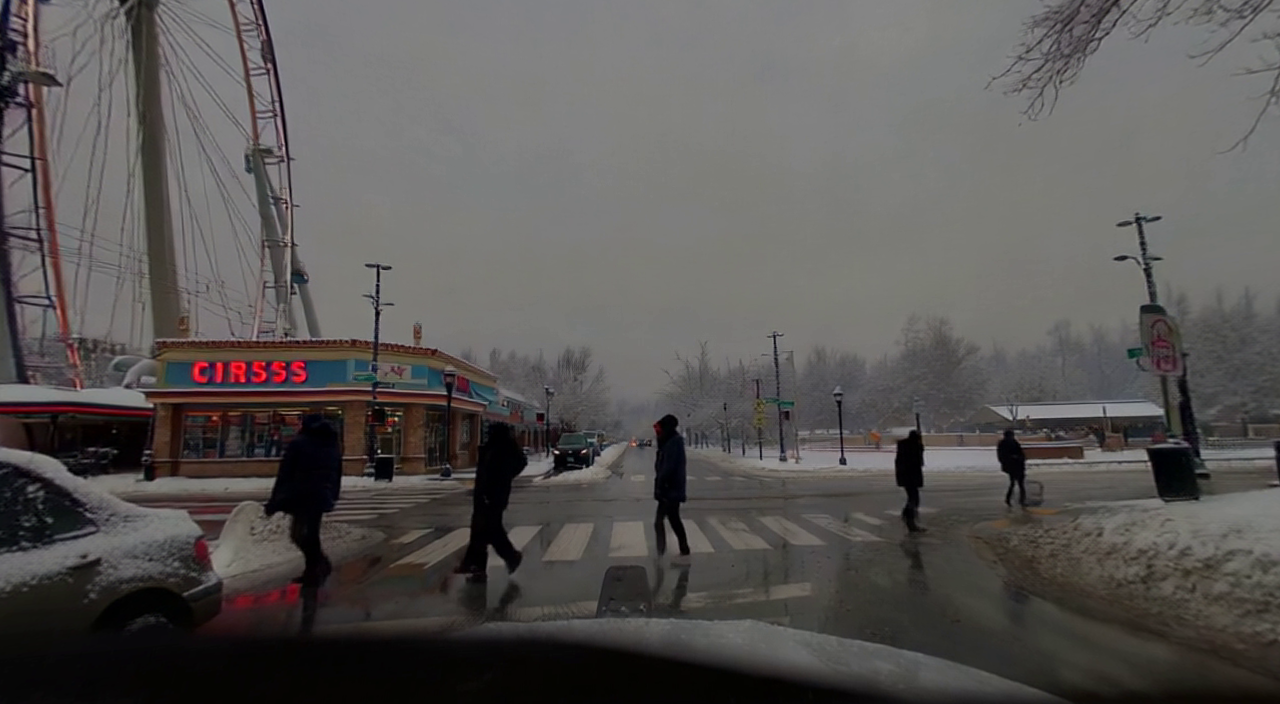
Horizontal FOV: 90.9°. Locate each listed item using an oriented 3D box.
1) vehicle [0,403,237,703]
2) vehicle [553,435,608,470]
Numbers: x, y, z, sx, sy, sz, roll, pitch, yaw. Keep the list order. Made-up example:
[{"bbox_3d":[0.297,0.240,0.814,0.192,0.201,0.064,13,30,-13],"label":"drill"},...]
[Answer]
[{"bbox_3d":[-3.369,0.785,1.186,1.940,1.505,4.676,-1,-9,3],"label":"vehicle"},{"bbox_3d":[-3.900,6.383,40.252,2.549,2.000,5.699,2,-9,-15],"label":"vehicle"}]
